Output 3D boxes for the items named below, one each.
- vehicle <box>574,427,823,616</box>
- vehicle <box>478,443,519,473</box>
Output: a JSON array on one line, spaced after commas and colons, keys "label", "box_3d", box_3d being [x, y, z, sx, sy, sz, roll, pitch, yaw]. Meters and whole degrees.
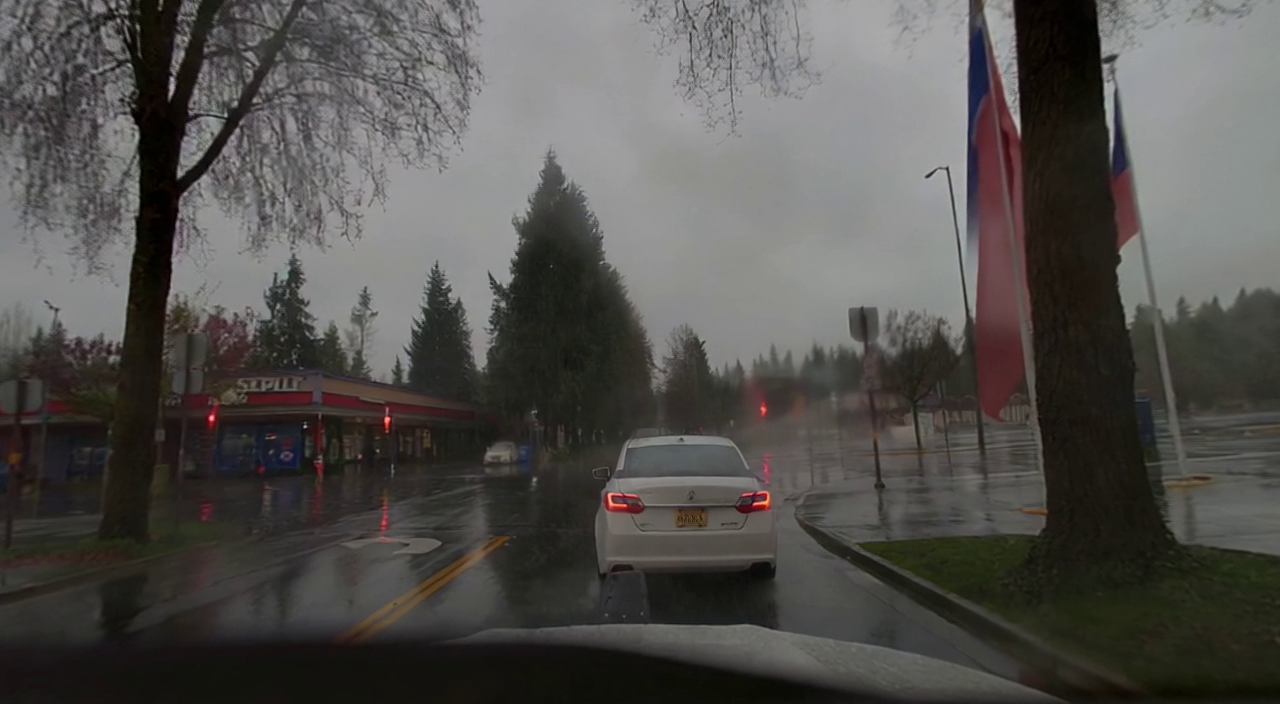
[{"label": "vehicle", "box_3d": [0.375, 1.627, 6.903, 1.985, 1.463, 3.647, 0, -9, -3]}, {"label": "vehicle", "box_3d": [-9.988, 7.491, 44.747, 2.212, 1.948, 4.537, 0, -9, -5]}]
